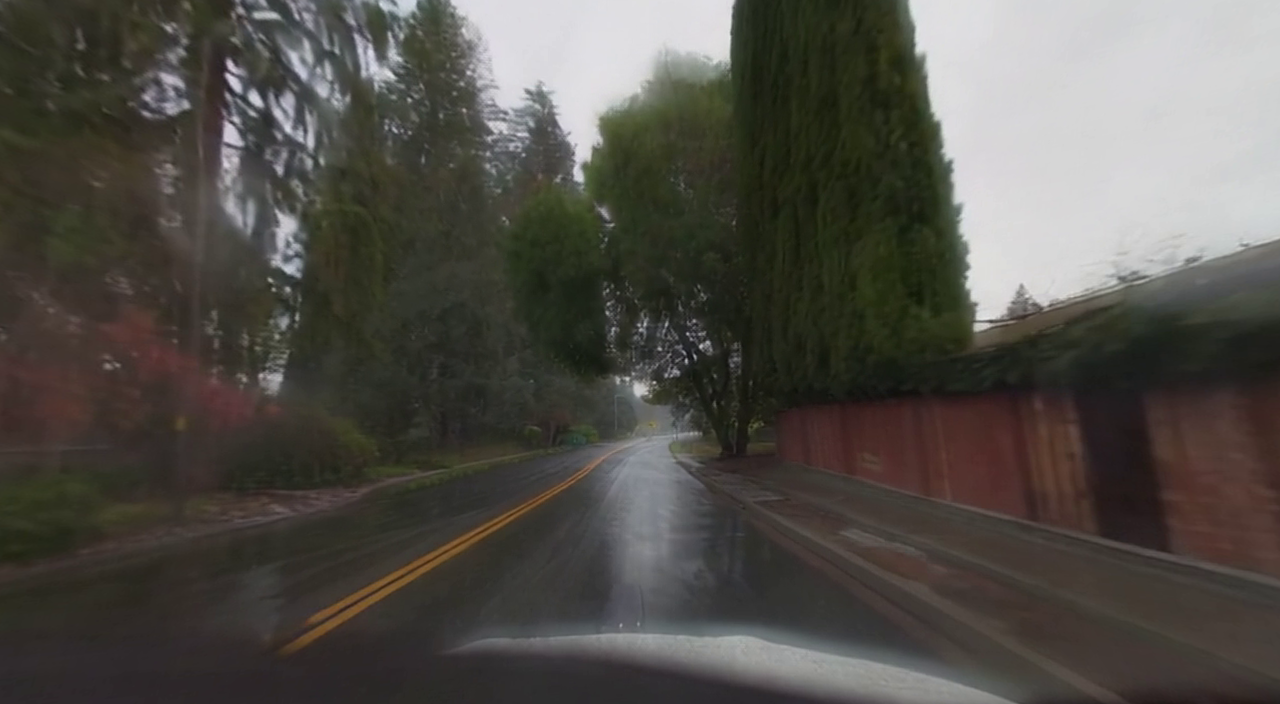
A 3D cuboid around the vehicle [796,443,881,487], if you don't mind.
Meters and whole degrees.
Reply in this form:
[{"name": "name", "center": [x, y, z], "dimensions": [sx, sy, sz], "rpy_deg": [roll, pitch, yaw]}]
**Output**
[{"name": "vehicle", "center": [8.211, 4.692, 26.584], "dimensions": [1.954, 1.652, 4.520], "rpy_deg": [0, -9, -2]}]
